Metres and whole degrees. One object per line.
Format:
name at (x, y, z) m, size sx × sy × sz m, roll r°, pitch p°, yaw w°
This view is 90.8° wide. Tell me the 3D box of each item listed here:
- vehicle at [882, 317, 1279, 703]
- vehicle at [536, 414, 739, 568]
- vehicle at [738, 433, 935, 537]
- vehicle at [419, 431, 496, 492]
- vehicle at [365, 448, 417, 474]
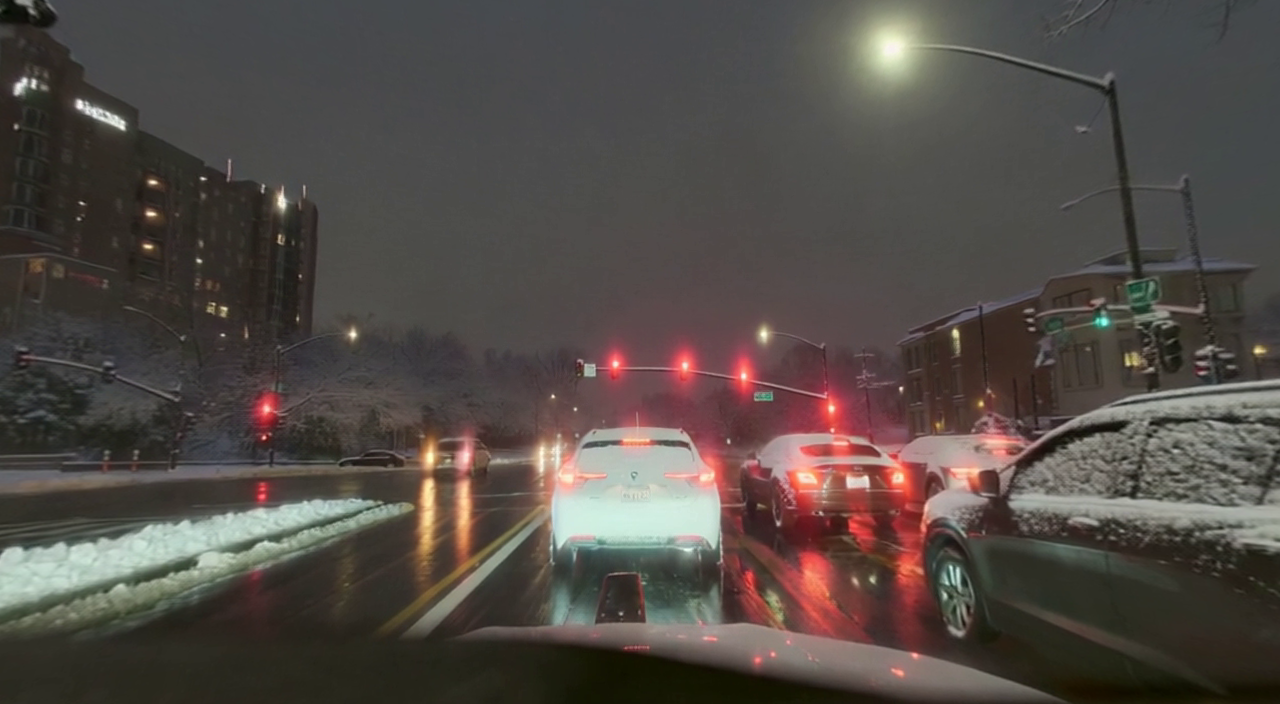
vehicle at (3.011, 0.880, 2.795) m, size 2.103 × 1.701 × 4.294 m, roll 0°, pitch -9°, yaw -1°
vehicle at (-0.078, 1.802, 8.902) m, size 2.188 × 1.637 × 4.027 m, roll 0°, pitch -9°, yaw -2°
vehicle at (3.159, 2.231, 11.283) m, size 2.001 × 1.463 × 4.398 m, roll 0°, pitch -8°, yaw -2°
vehicle at (-6.378, 3.707, 21.724) m, size 2.021 × 1.837 × 4.448 m, roll 3°, pitch -9°, yaw -21°
vehicle at (-18.780, 8.221, 47.930) m, size 2.026 × 1.836 × 4.726 m, roll 0°, pitch -8°, yaw 0°
